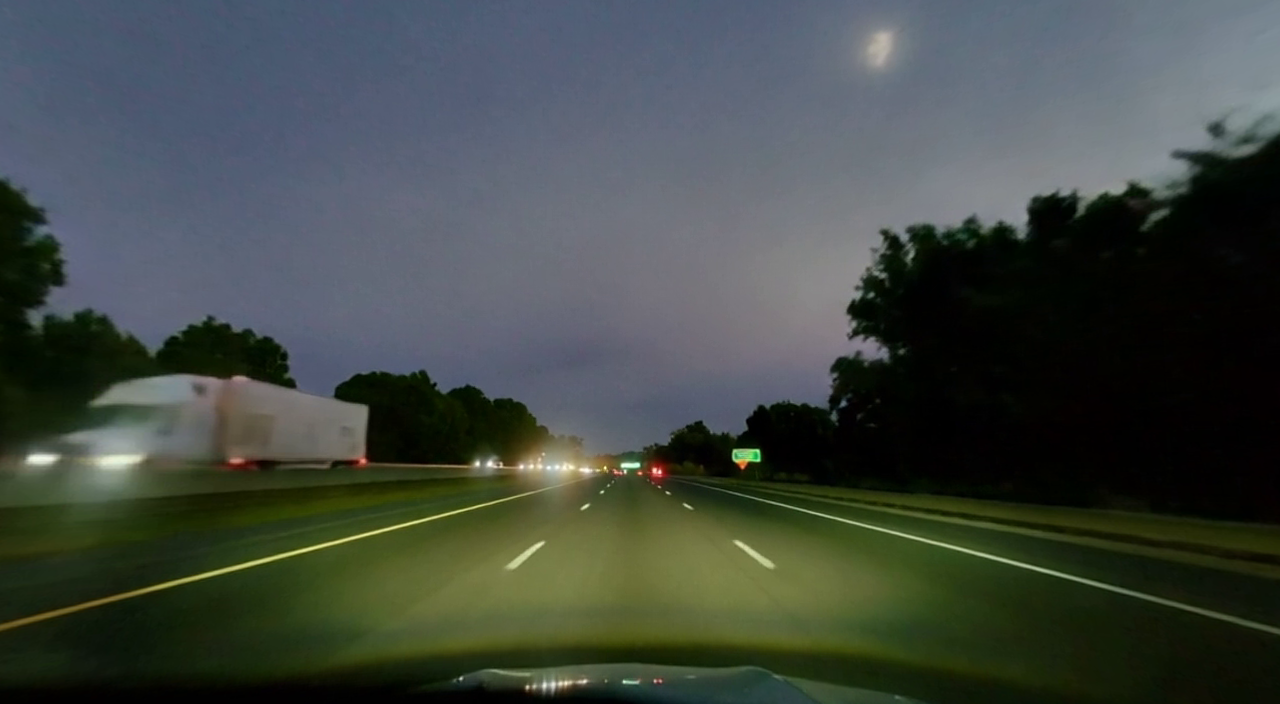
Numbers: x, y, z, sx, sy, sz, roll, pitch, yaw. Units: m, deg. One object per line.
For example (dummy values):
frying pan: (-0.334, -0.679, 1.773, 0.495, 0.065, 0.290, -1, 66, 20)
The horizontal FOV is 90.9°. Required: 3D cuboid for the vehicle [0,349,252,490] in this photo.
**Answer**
vehicle: (-16.040, 2.360, 20.351, 2.975, 3.883, 5.859, 1, -10, 1)
